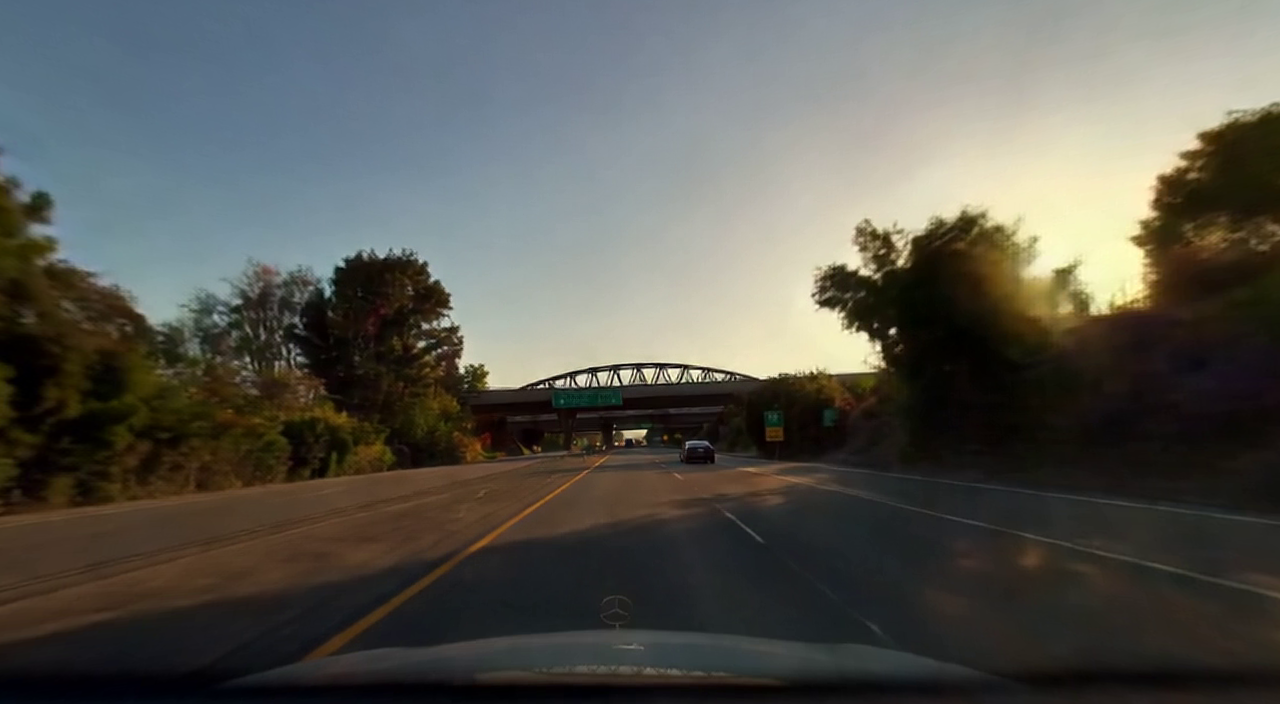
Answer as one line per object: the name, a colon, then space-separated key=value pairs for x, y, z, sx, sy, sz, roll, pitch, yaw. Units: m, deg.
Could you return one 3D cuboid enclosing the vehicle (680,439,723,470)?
vehicle: x=3.116 y=5.249 z=32.511 sx=1.781 sy=1.470 sz=3.540 roll=0 pitch=-8 yaw=-2
